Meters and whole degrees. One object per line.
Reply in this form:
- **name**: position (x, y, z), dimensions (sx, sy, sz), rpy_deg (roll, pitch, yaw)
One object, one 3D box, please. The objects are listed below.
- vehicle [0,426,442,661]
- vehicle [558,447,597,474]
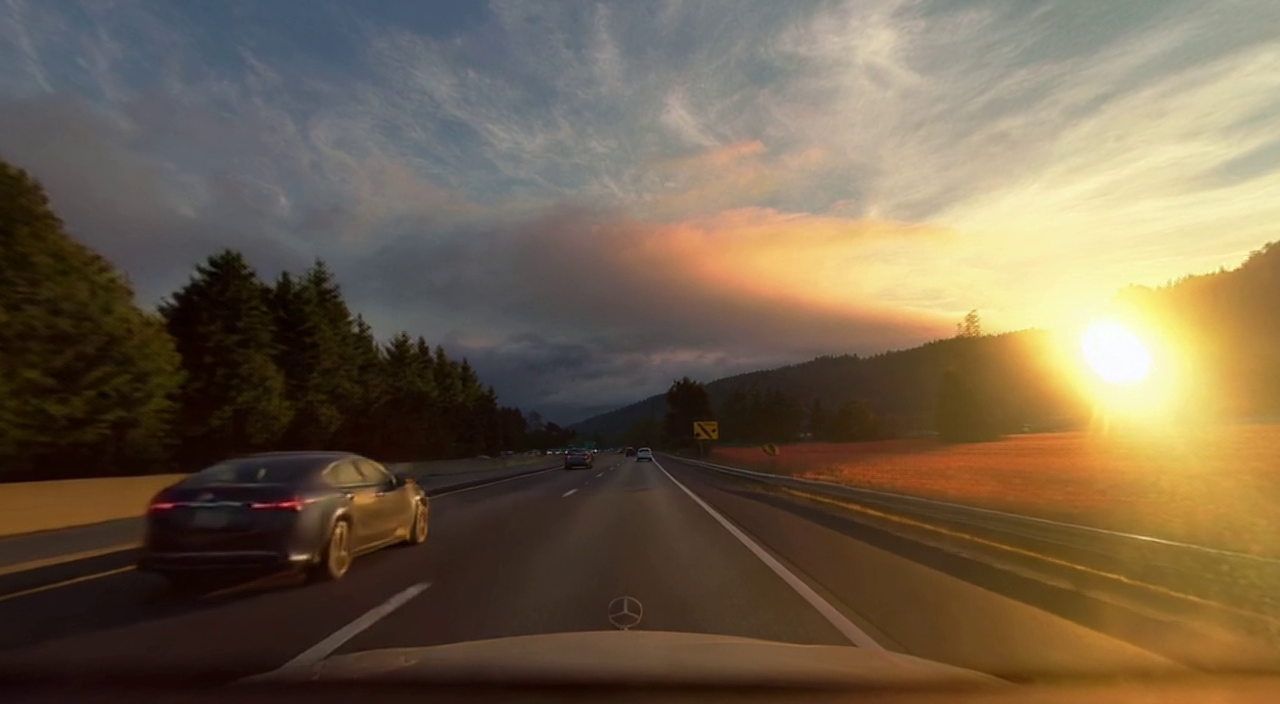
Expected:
- **vehicle**: position (-3.598, 1.556, 6.155), dimensions (1.970, 1.483, 4.097), rpy_deg (0, -9, 0)
- **vehicle**: position (-4.051, 7.117, 41.638), dimensions (2.095, 1.664, 4.305), rpy_deg (0, -9, 0)
